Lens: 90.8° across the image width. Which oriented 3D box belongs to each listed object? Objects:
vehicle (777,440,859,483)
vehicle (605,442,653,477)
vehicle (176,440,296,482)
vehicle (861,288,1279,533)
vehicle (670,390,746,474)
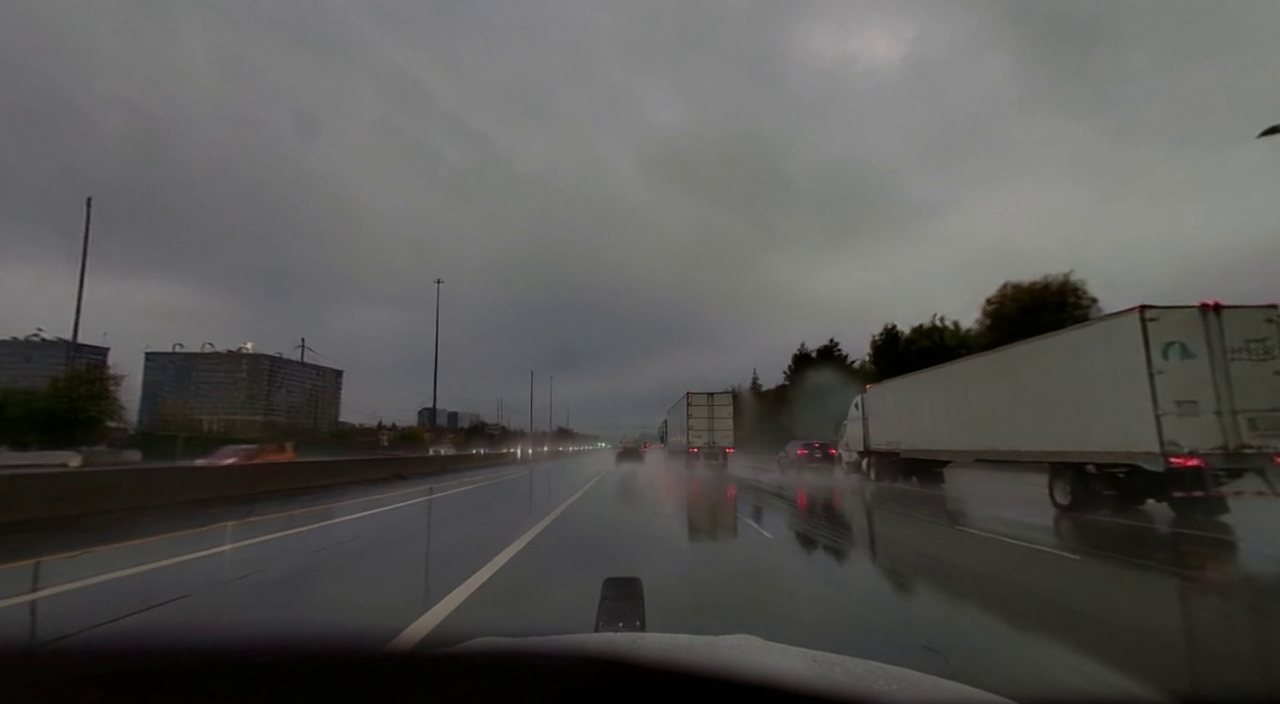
[{"bbox_3d":[7.417,4.599,26.808,2.154,1.658,4.347,0,-9,-1],"label":"vehicle"},{"bbox_3d":[-0.524,5.181,30.617,2.163,1.551,4.180,0,-9,-1],"label":"vehicle"},{"bbox_3d":[-16.650,4.497,26.368,1.963,1.575,4.544,0,-9,0],"label":"vehicle"},{"bbox_3d":[11.361,2.248,19.313,2.898,4.171,17.188,0,-9,0],"label":"vehicle"},{"bbox_3d":[3.604,4.736,36.382,2.999,4.127,10.526,0,-9,-1],"label":"vehicle"}]
